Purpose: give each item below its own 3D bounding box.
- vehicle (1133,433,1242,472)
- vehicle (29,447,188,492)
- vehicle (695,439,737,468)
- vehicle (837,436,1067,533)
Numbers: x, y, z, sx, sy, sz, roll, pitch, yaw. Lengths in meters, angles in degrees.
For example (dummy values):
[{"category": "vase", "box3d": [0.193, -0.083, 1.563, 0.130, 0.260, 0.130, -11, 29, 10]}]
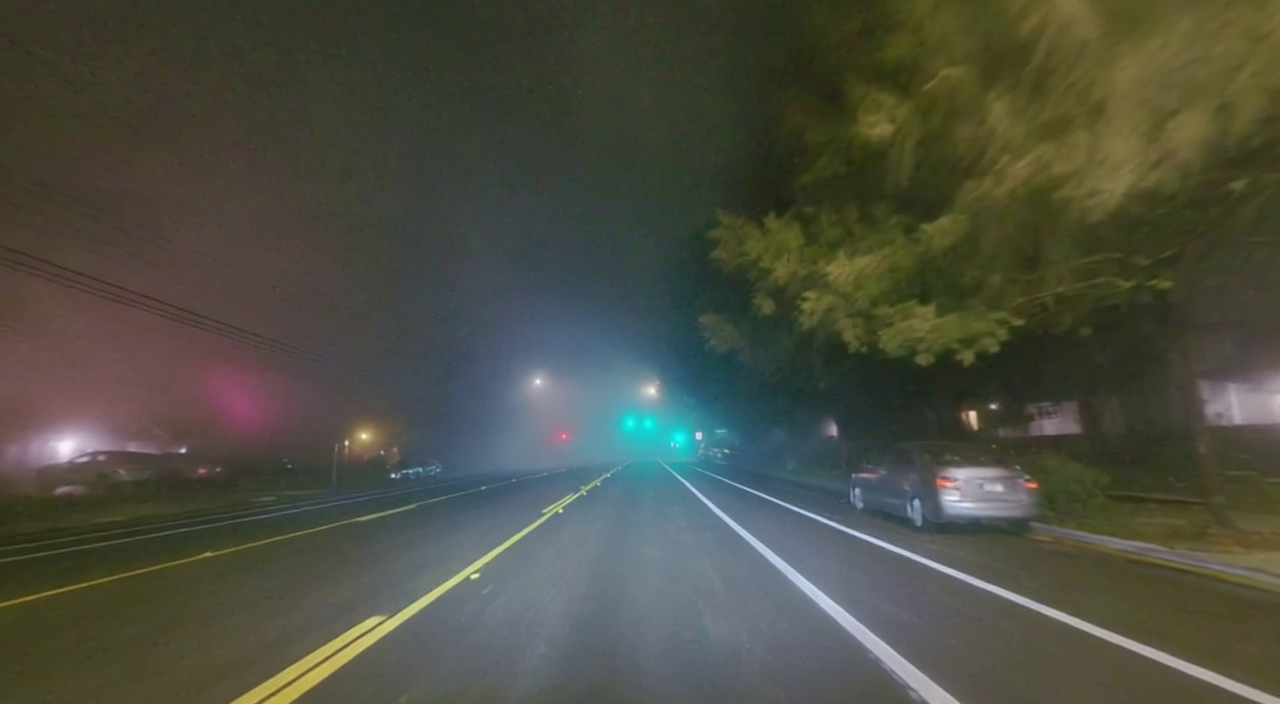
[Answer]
[{"category": "vehicle", "box3d": [22.887, 4.184, 26.539, 1.783, 1.494, 3.909, -3, -8, 14]}, {"category": "vehicle", "box3d": [-21.589, 4.779, 25.763, 4.610, 1.721, 2.019, 0, -9, -1]}, {"category": "vehicle", "box3d": [4.949, 6.717, 41.714, 2.105, 1.772, 4.757, 0, -9, 0]}, {"category": "vehicle", "box3d": [5.423, 2.337, 11.790, 1.935, 1.453, 4.488, 0, -9, -1]}]
